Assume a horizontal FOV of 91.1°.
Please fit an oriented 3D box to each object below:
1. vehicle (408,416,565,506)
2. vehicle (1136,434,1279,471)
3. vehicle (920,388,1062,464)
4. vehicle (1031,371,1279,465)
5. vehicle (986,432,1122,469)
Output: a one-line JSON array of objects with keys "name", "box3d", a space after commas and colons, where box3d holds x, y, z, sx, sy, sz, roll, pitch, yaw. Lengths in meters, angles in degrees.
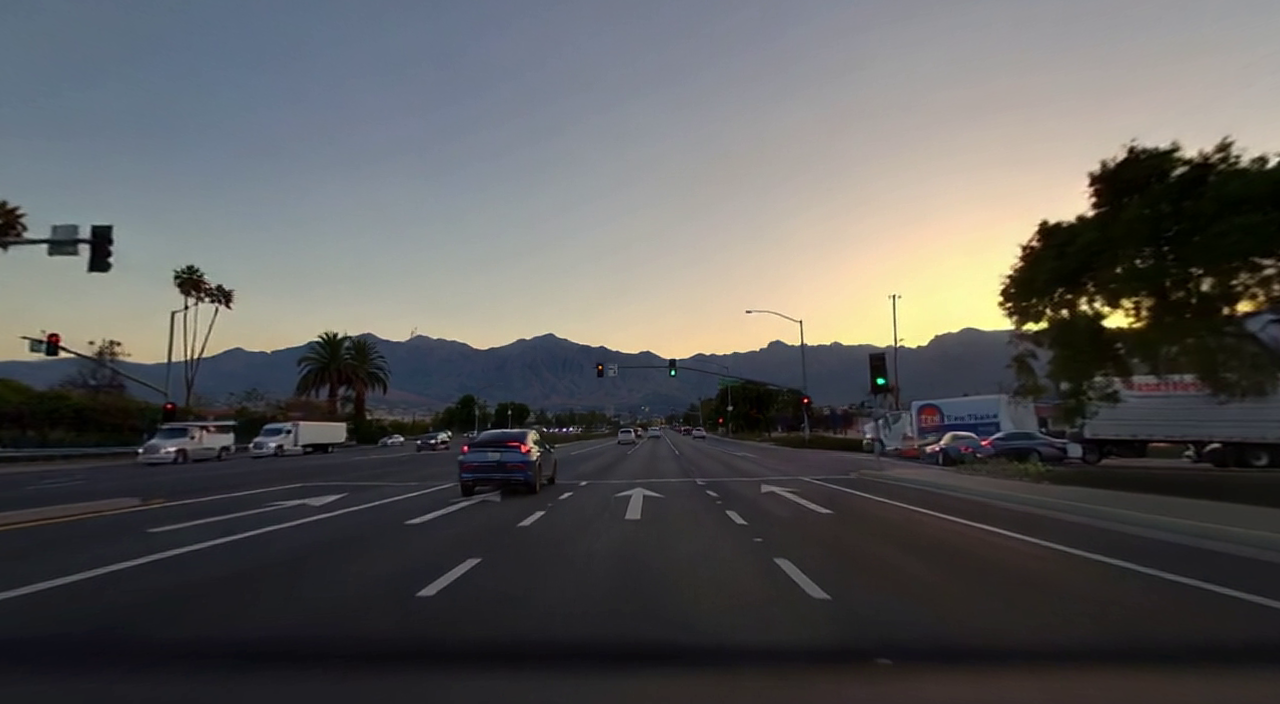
[{"name": "vehicle", "box3d": [-3.209, 2.435, 14.300, 2.287, 1.712, 4.537, 0, -9, 2]}, {"name": "vehicle", "box3d": [26.370, 4.629, 28.960, 4.992, 1.579, 2.193, 0, -9, 2]}, {"name": "vehicle", "box3d": [18.443, 4.001, 33.350, 5.512, 3.865, 3.002, 0, -10, 4]}, {"name": "vehicle", "box3d": [30.150, 3.454, 32.598, 16.628, 4.605, 3.321, -1, -8, 6]}, {"name": "vehicle", "box3d": [19.235, 4.599, 29.355, 4.769, 1.638, 2.091, 0, -9, 2]}]
